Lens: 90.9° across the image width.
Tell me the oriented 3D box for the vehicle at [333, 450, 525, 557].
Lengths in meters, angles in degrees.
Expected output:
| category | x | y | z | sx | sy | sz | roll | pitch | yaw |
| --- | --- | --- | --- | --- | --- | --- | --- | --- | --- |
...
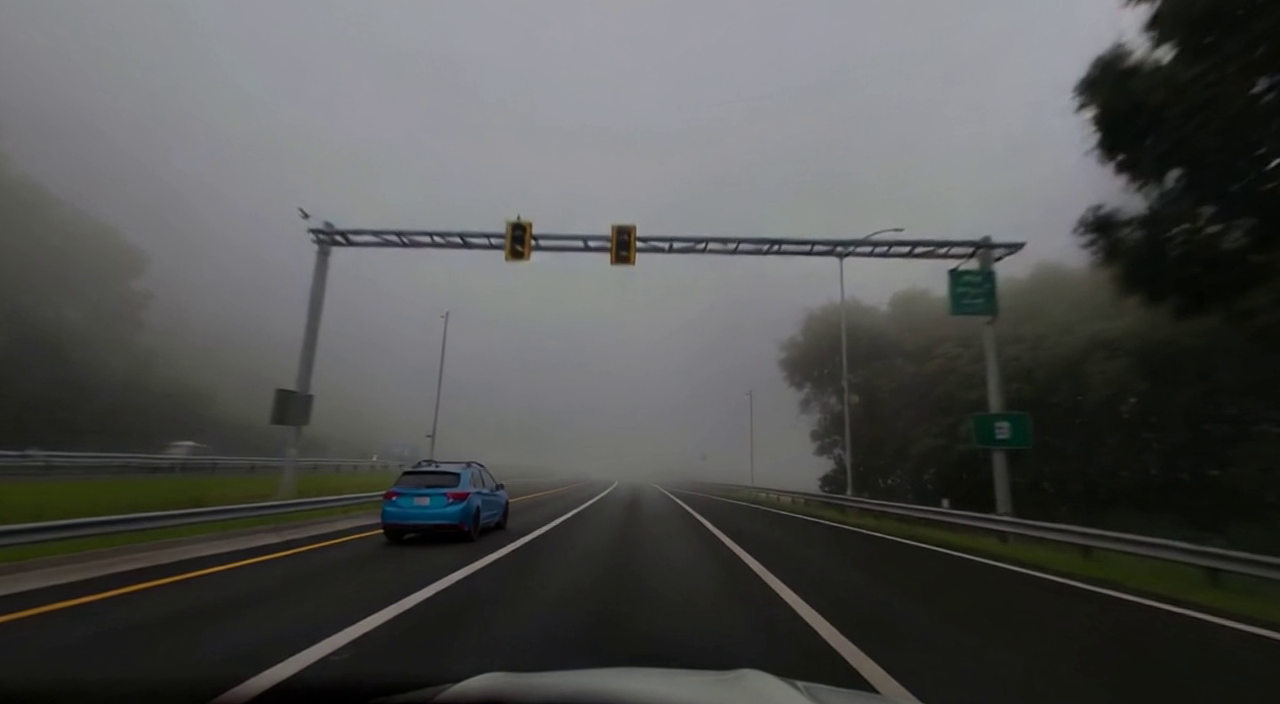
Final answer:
| category | x | y | z | sx | sy | sz | roll | pitch | yaw |
| --- | --- | --- | --- | --- | --- | --- | --- | --- | --- |
| vehicle | -3.565 | 2.676 | 11.681 | 1.967 | 1.556 | 4.364 | 1 | -10 | 1 |
